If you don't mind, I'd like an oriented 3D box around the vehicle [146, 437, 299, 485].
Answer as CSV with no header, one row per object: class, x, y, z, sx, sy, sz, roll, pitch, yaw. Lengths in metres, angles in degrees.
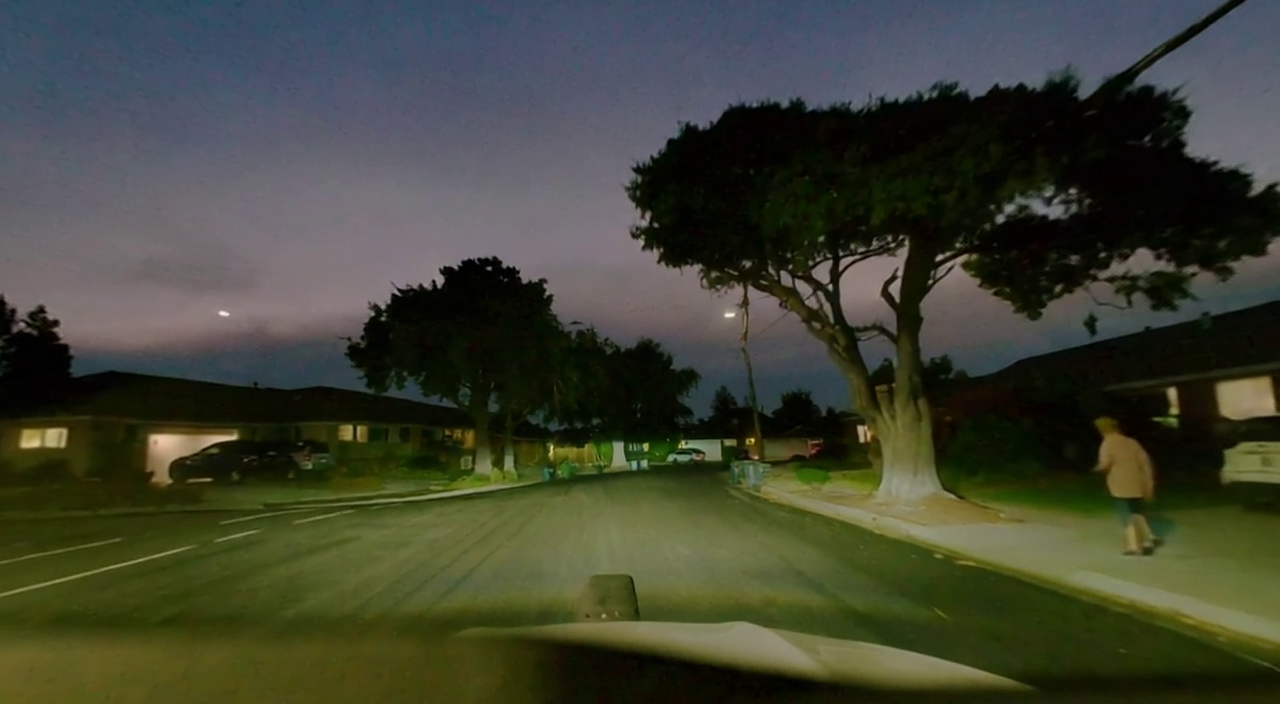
vehicle,-16.685,4.374,25.475,4.581,1.811,2.145,0,-9,-2
